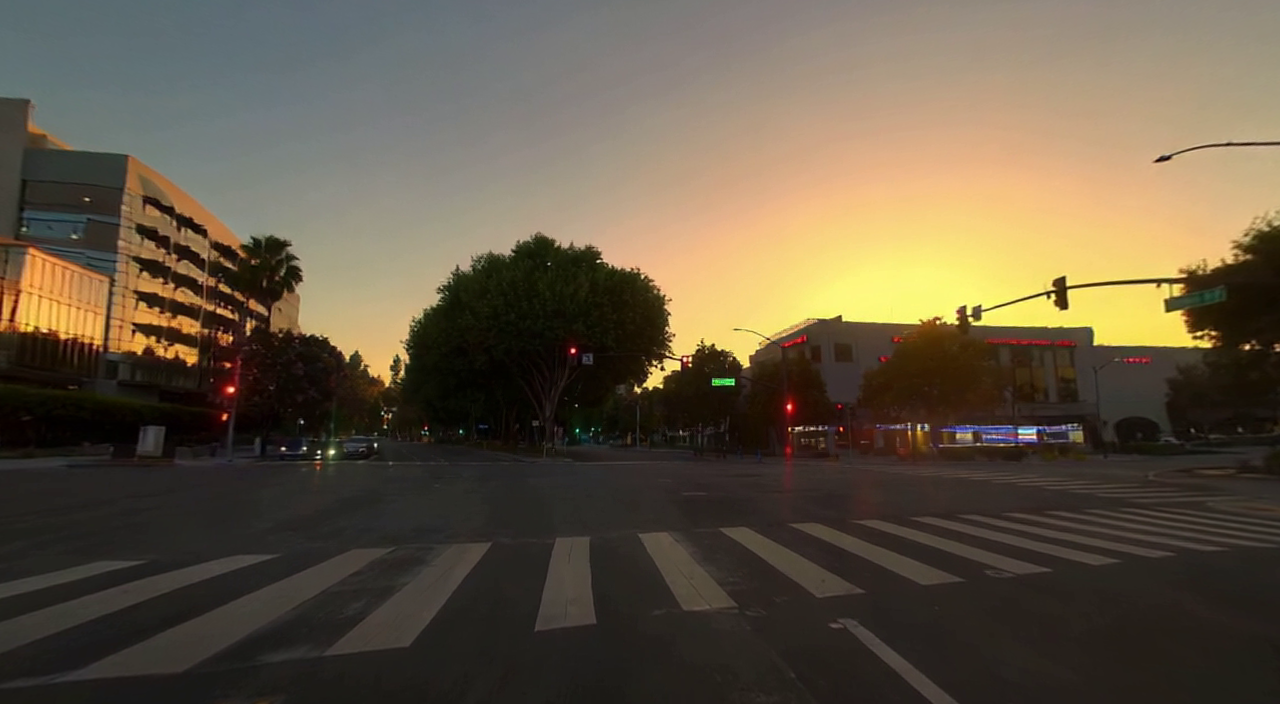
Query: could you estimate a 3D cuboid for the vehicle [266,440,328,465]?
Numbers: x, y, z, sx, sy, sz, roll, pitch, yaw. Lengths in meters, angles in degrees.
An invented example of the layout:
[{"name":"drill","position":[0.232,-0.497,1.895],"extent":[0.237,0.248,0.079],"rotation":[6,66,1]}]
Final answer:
[{"name":"vehicle","position":[-21.855,6.407,40.426],"extent":[2.005,1.496,4.020],"rotation":[1,-9,-6]}]
